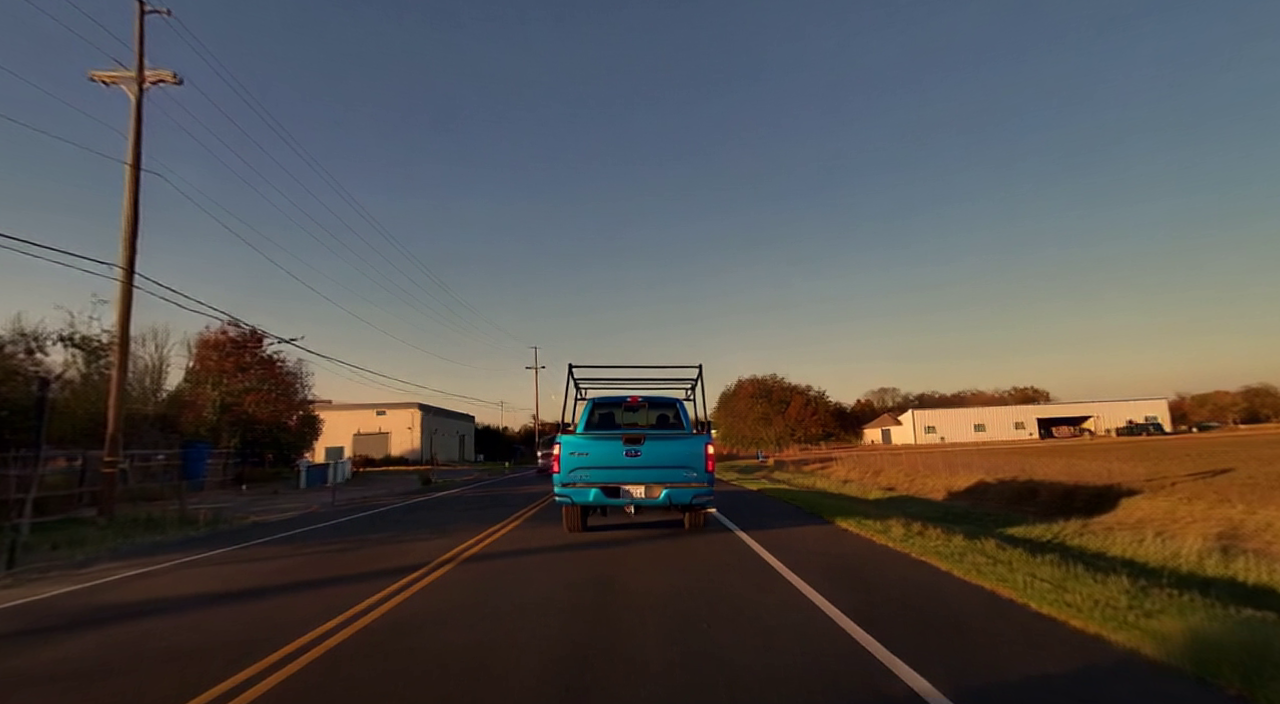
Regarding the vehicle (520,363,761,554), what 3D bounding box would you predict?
[{"bbox_3d":[-0.074,1.818,11.411,2.912,2.320,7.292,0,-8,-1],"label":"vehicle"}]
